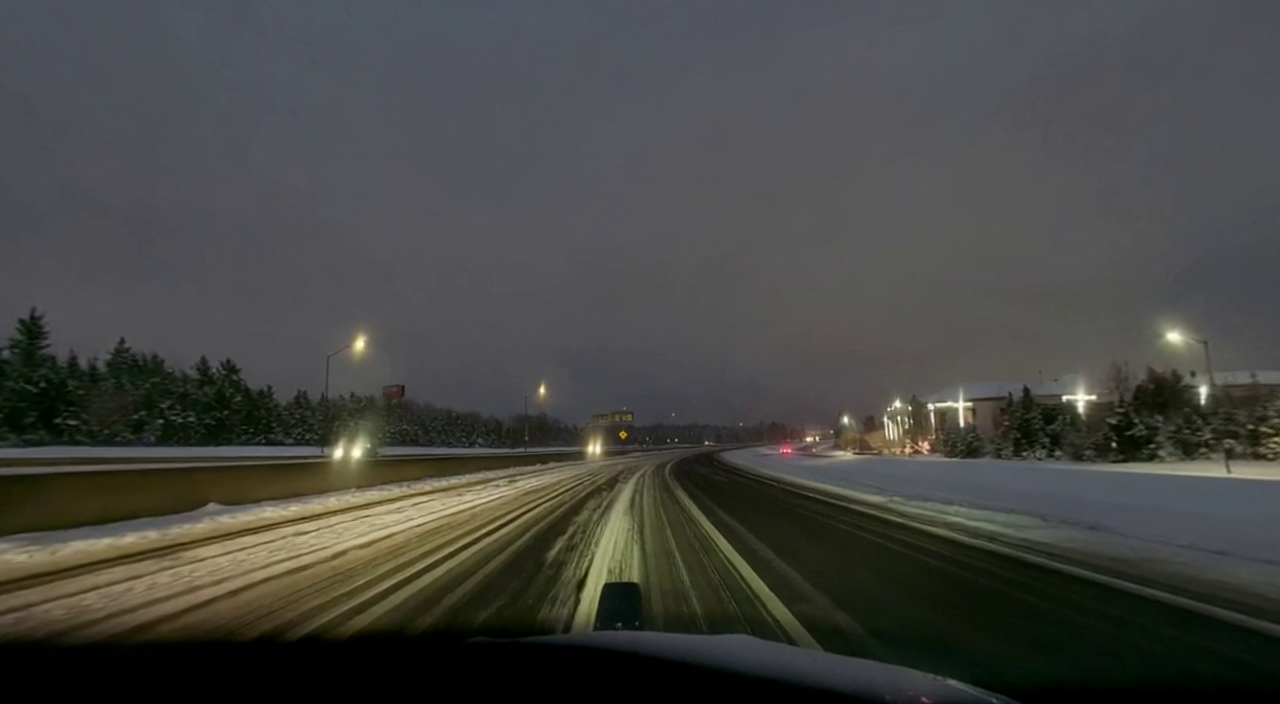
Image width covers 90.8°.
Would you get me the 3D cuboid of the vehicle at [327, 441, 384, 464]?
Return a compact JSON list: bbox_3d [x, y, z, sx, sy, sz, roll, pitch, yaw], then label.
[{"bbox_3d":[-22.119,7.850,49.378,2.120,1.702,4.469,-1,-9,4],"label":"vehicle"}]
